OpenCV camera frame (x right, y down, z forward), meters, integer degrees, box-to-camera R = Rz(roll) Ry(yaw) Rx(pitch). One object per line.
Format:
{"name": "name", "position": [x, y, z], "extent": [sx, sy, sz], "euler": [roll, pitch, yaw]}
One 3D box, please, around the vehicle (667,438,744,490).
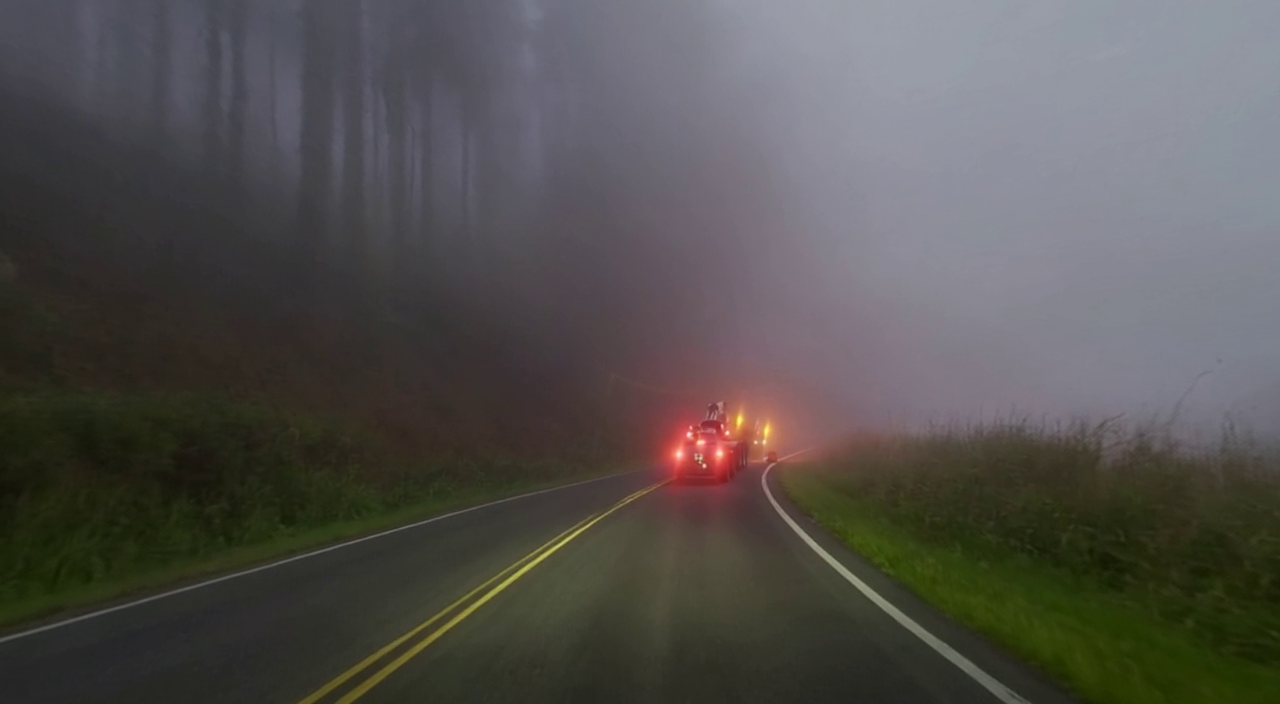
{"name": "vehicle", "position": [2.139, 3.575, 20.486], "extent": [2.196, 1.465, 4.294], "euler": [-1, -9, 7]}
